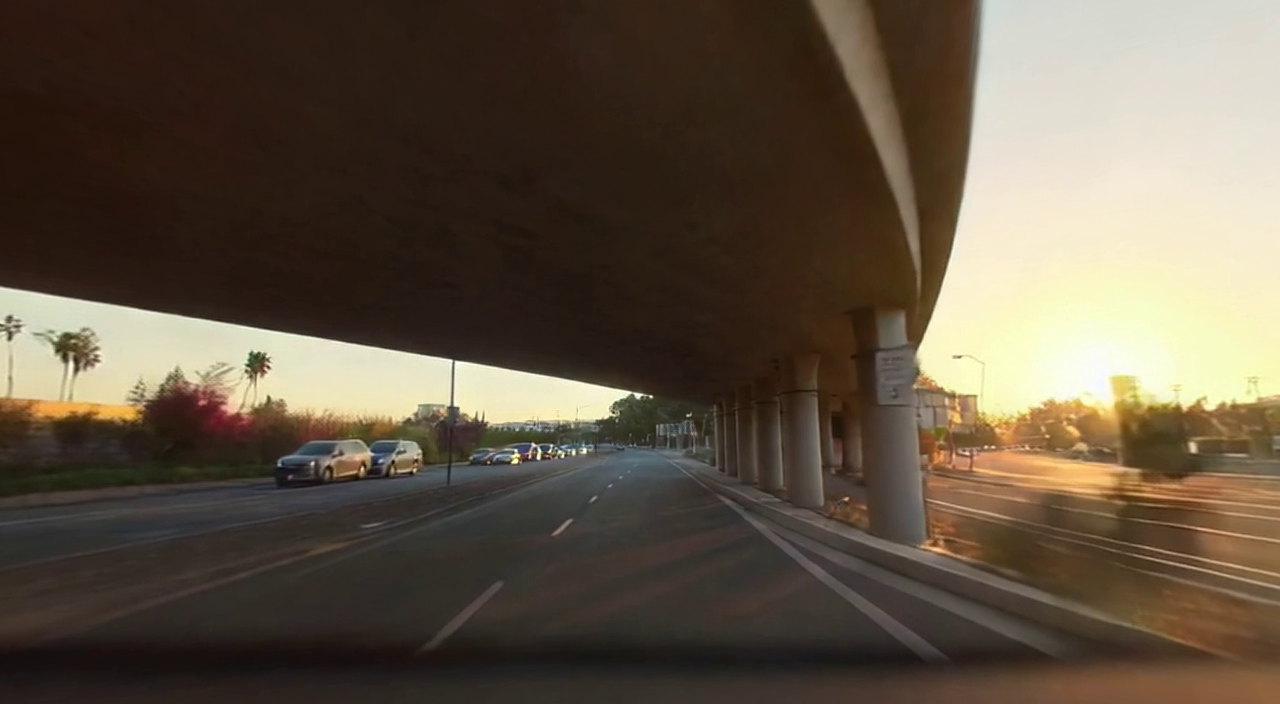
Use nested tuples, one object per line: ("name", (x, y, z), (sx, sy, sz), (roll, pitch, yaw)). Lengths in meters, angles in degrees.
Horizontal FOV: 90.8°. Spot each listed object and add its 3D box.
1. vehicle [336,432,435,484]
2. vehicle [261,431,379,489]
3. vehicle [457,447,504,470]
("vehicle", (-12.893, 5.391, 32.635), (2.307, 2.349, 6.335), (1, -8, 1))
("vehicle", (-12.949, 4.425, 26.103), (2.136, 2.016, 5.354), (2, -9, -2))
("vehicle", (-12.312, 8.215, 49.071), (2.156, 1.489, 4.758), (4, -8, 2))
